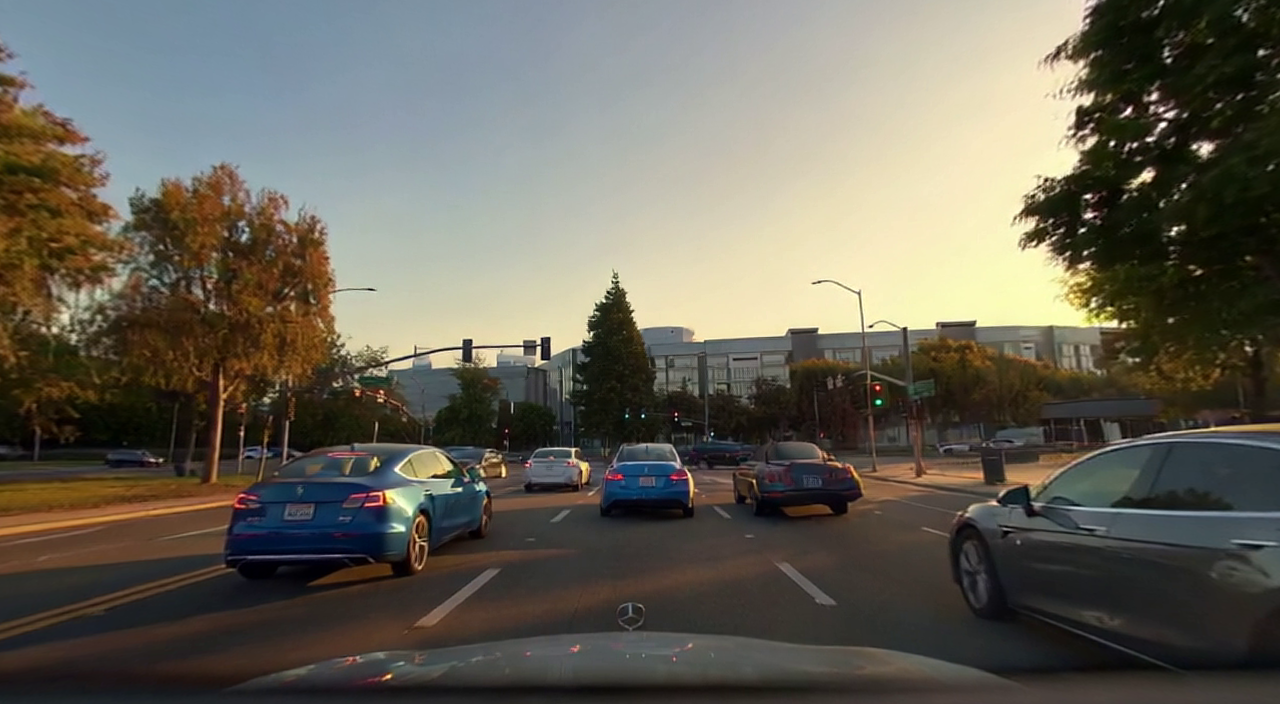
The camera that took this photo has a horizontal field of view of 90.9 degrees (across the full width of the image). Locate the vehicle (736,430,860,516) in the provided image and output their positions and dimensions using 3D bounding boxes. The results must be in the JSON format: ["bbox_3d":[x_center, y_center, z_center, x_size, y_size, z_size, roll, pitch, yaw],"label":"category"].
[{"bbox_3d":[3.556,2.791,15.014,1.938,1.732,4.006,0,-9,0],"label":"vehicle"}]

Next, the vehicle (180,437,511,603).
[{"bbox_3d":[-3.137,1.860,7.983,2.015,1.478,4.407,0,-9,1],"label":"vehicle"}]

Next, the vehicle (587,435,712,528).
[{"bbox_3d":[0.148,2.559,13.034,2.144,1.563,4.218,0,-9,0],"label":"vehicle"}]

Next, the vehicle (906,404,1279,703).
[{"bbox_3d":[3.337,1.086,3.193,1.951,1.522,4.614,0,-9,0],"label":"vehicle"}]

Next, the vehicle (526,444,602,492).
[{"bbox_3d":[-2.633,4.120,22.785,2.089,1.537,4.073,-1,-9,2],"label":"vehicle"}]

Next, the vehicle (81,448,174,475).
[{"bbox_3d":[-38.557,8.235,47.533,5.268,1.770,2.107,-3,-9,2],"label":"vehicle"}]
